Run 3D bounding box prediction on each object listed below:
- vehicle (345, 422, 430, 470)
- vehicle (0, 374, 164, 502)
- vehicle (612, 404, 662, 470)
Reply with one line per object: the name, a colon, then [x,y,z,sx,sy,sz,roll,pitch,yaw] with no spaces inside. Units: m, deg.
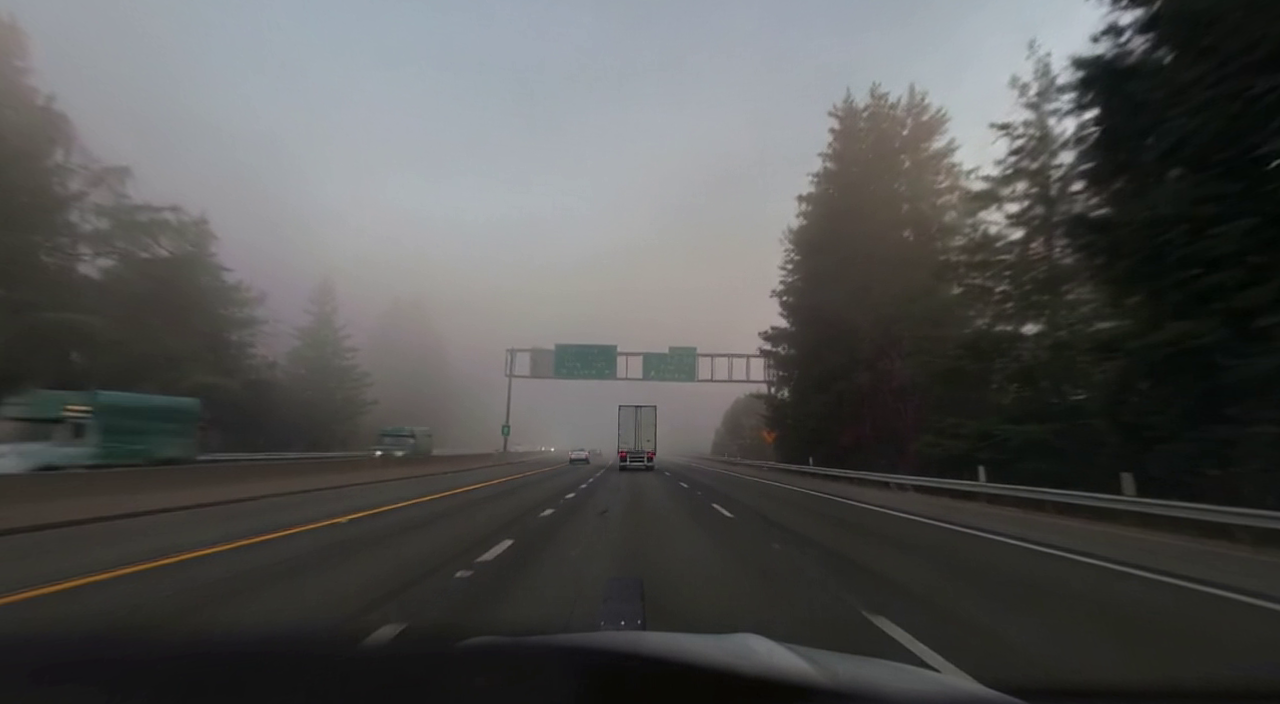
vehicle: [-13.293,5.030,33.666,2.229,2.282,5.782,0,-9,-1]
vehicle: [-13.651,1.850,13.386,2.459,2.466,5.747,0,-9,0]
vehicle: [-0.302,5.952,43.477,2.962,3.953,10.696,0,-9,-1]
